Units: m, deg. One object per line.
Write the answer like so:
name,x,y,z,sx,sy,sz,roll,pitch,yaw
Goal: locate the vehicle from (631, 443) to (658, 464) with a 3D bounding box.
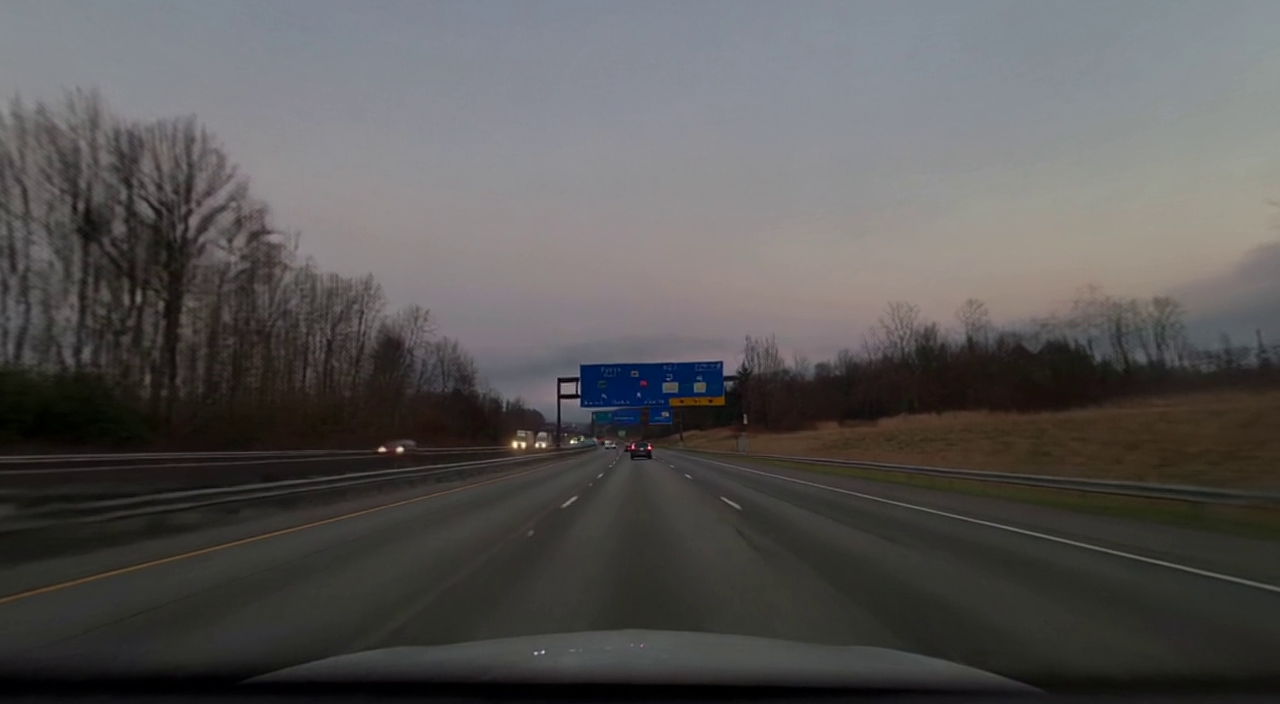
vehicle,0.308,7.293,45.175,1.859,1.478,3.799,0,-8,0
